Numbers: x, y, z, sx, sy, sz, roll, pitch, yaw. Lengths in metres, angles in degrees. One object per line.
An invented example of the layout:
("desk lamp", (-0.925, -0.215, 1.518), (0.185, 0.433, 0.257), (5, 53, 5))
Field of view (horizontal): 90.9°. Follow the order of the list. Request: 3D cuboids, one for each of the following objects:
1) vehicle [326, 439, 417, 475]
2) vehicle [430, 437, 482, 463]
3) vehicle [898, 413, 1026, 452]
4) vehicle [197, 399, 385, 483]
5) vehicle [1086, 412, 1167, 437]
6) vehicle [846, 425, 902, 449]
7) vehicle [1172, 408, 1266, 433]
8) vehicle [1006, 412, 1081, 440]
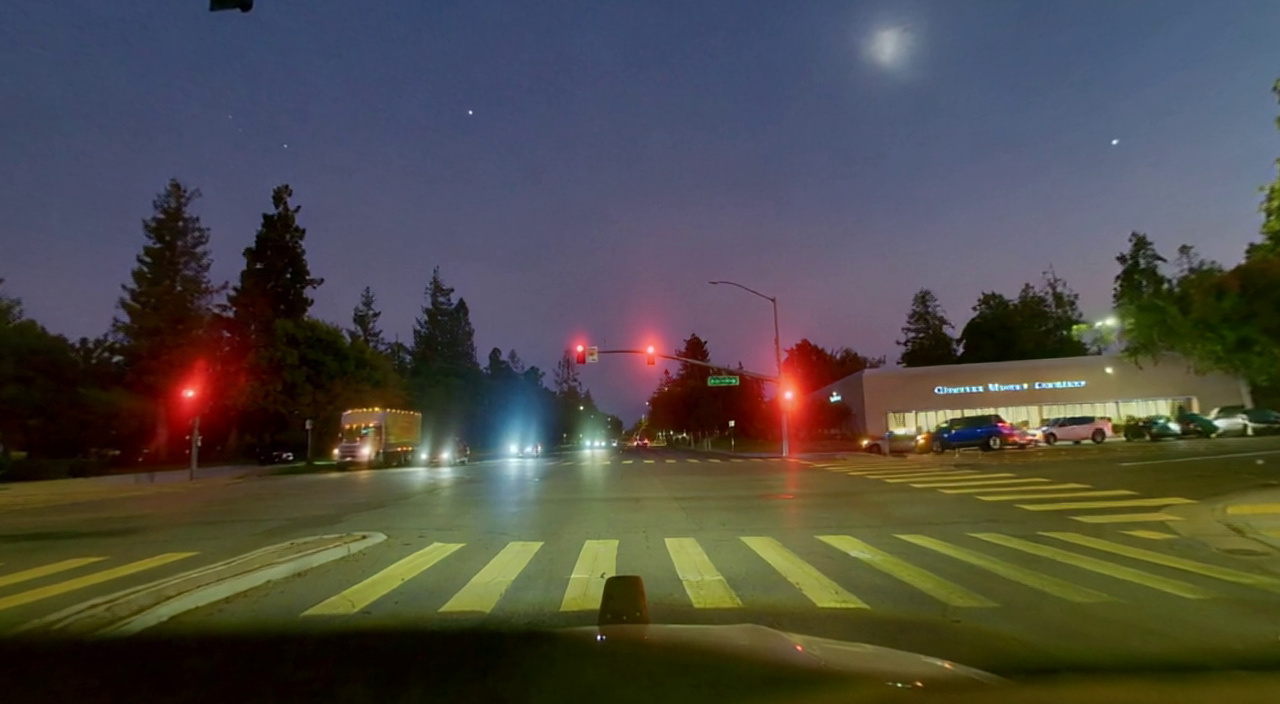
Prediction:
("vehicle", (-12.034, 4.715, 28.640), (1.996, 1.482, 4.772), (0, -8, 0))
("vehicle", (-12.373, 6.633, 42.655), (2.181, 1.653, 4.468), (0, -8, 0))
("vehicle", (14.186, 3.593, 27.943), (4.566, 1.670, 2.000), (0, -8, -2))
("vehicle", (-16.573, 4.463, 31.452), (3.161, 3.455, 11.058), (0, -8, -1))
("vehicle", (31.382, 4.726, 40.772), (1.823, 1.480, 4.003), (0, -8, -4))
("vehicle", (17.178, 6.260, 46.335), (3.329, 1.415, 1.821), (-6, -9, 2))
("vehicle", (38.394, 4.611, 41.952), (1.715, 1.480, 4.701), (0, -8, -1))
("vehicle", (26.310, 4.880, 41.286), (2.011, 1.656, 4.163), (0, -8, -3))
